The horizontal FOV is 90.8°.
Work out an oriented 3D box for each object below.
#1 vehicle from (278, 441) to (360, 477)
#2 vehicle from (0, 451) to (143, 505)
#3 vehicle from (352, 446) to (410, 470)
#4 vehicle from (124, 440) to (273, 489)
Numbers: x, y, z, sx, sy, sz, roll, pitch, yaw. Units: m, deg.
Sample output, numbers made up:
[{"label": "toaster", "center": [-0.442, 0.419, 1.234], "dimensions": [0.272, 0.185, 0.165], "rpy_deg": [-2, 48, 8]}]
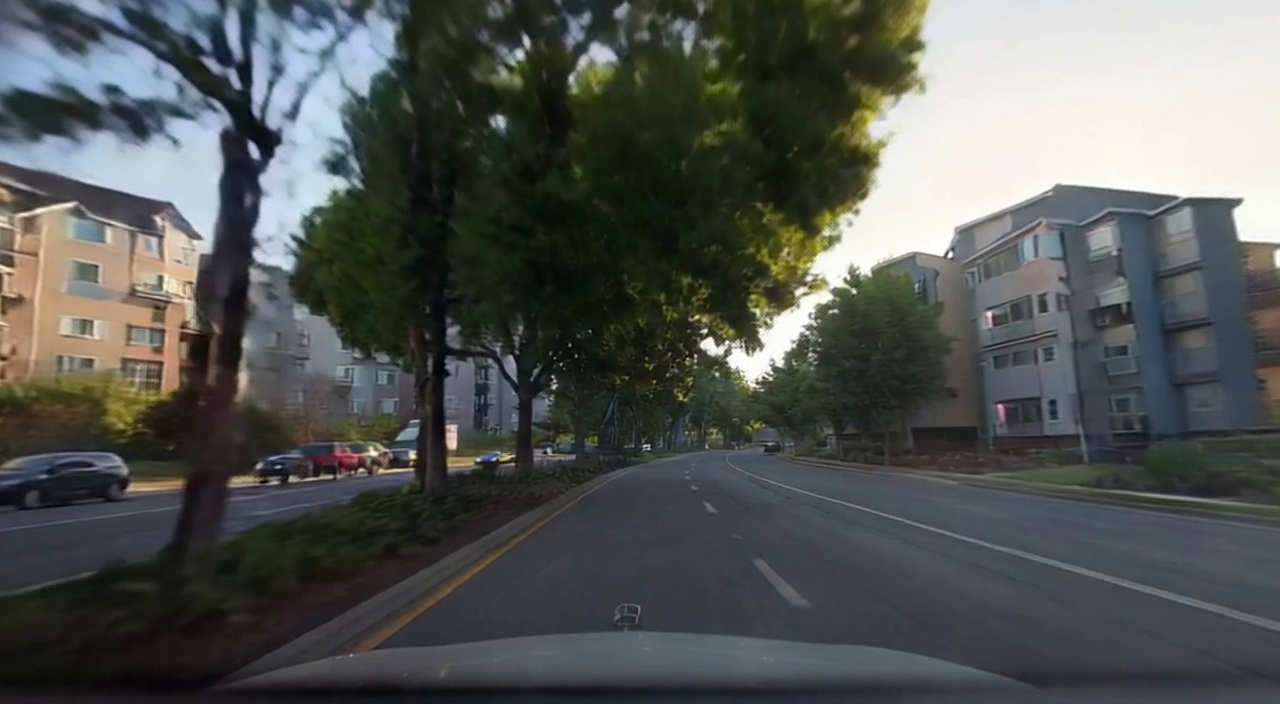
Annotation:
[{"label": "vehicle", "center": [-18.147, 6.055, 36.004], "dimensions": [2.001, 1.836, 4.746], "rpy_deg": [-1, -9, 2]}, {"label": "vehicle", "center": [-18.778, 3.995, 20.319], "dimensions": [1.880, 1.457, 4.487], "rpy_deg": [-3, -8, 1]}, {"label": "vehicle", "center": [-17.550, 7.224, 43.023], "dimensions": [1.808, 1.531, 4.366], "rpy_deg": [-1, -10, 4]}, {"label": "vehicle", "center": [-18.393, 4.710, 26.776], "dimensions": [2.295, 1.809, 5.236], "rpy_deg": [-2, -9, 4]}]
